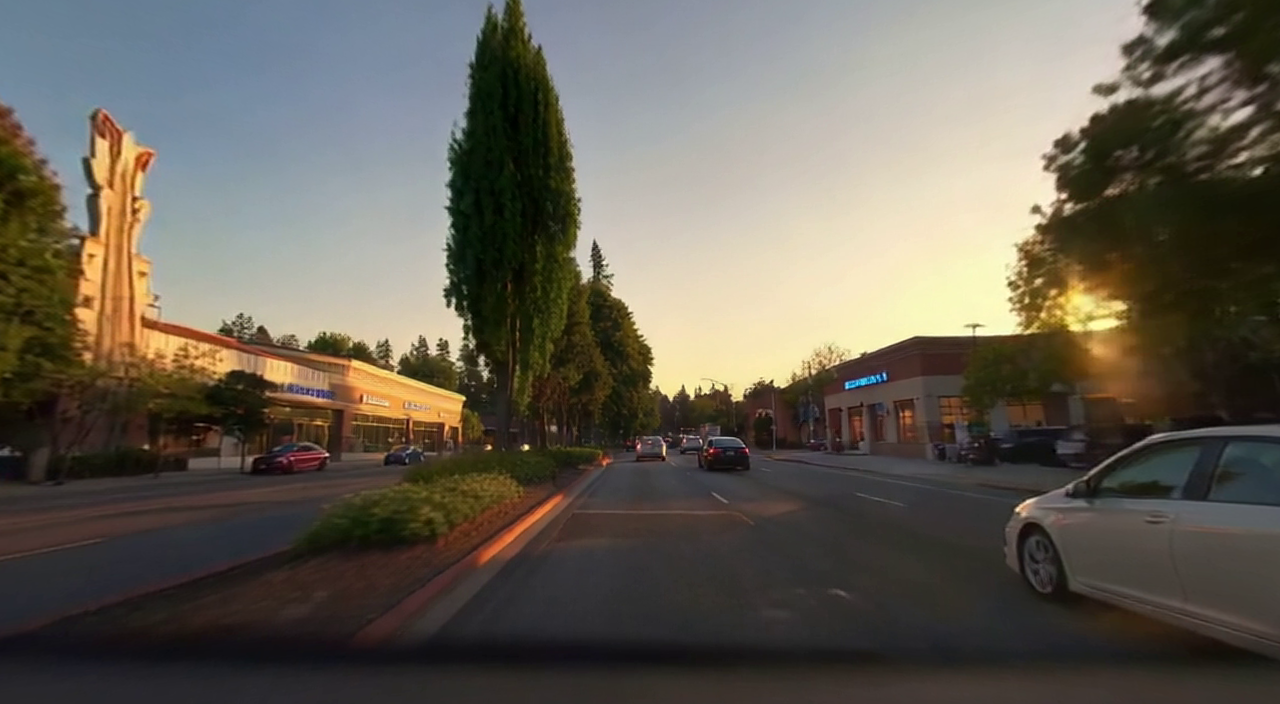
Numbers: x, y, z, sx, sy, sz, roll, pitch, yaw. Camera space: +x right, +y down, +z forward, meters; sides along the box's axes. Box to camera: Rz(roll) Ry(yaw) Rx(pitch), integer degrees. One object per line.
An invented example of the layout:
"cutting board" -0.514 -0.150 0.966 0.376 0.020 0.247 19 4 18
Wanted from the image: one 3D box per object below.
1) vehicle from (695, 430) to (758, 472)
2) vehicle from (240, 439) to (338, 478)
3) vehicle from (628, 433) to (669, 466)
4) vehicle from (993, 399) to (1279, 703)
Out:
"vehicle" 3.716 4.383 27.793 2.115 1.692 4.189 0 -9 -1
"vehicle" -18.943 5.753 34.236 2.488 1.752 4.991 -3 -7 1
"vehicle" 0.408 5.317 34.378 2.098 1.682 3.778 0 -9 0
"vehicle" 3.894 0.952 2.868 1.908 1.463 4.506 0 -9 0
